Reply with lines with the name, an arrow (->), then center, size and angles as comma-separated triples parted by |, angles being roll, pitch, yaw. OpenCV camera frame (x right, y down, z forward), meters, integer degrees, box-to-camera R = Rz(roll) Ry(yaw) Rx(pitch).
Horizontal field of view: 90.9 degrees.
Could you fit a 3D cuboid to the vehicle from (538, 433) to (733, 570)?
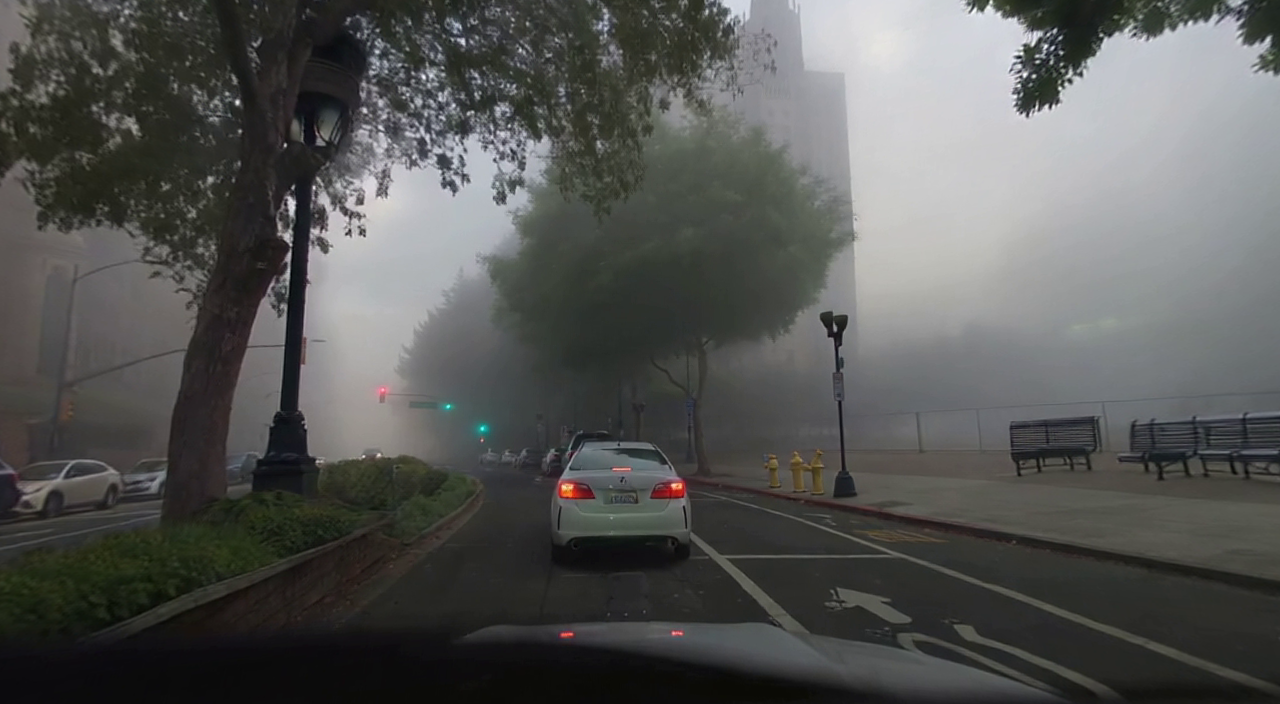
vehicle -> -0.232, 1.941, 9.015 | 2.142, 1.475, 4.051 | 1, -8, -5
